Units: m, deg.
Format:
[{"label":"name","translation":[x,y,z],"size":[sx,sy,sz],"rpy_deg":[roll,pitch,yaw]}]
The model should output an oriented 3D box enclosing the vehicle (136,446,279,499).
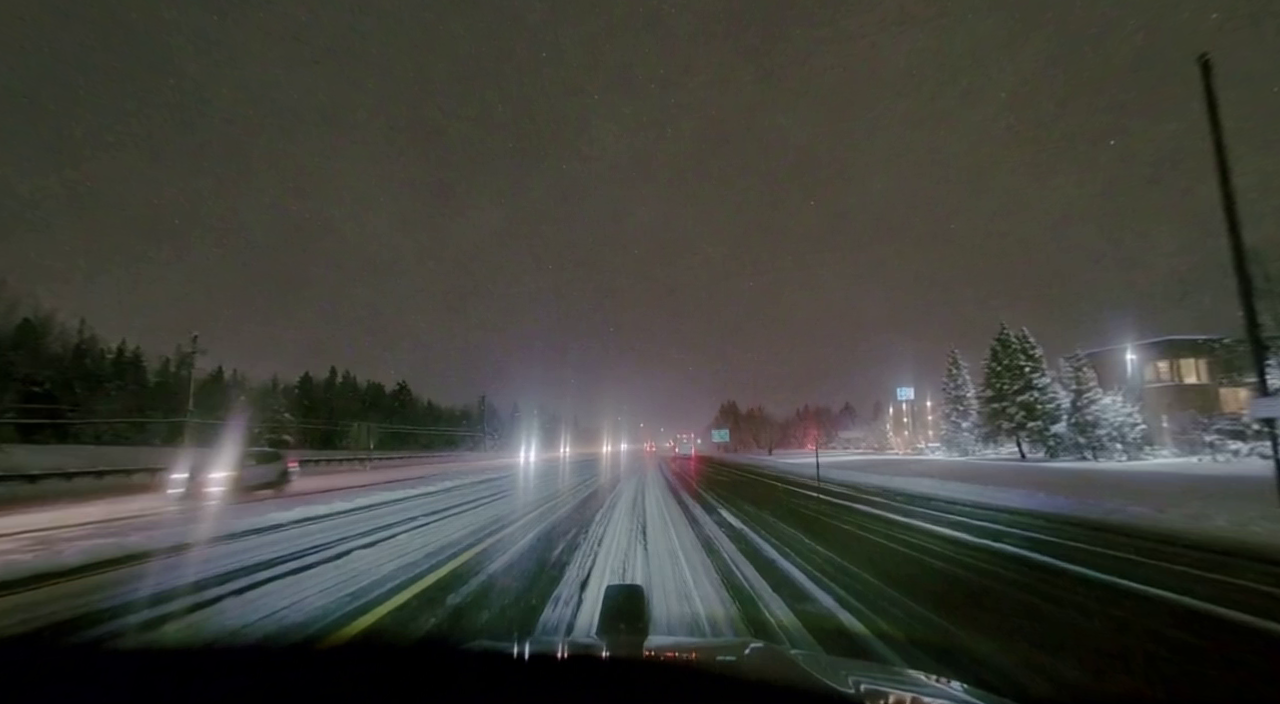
[{"label":"vehicle","translation":[-16.149,4.489,23.941],"size":[2.044,1.764,4.719],"rpy_deg":[0,-8,1]}]
